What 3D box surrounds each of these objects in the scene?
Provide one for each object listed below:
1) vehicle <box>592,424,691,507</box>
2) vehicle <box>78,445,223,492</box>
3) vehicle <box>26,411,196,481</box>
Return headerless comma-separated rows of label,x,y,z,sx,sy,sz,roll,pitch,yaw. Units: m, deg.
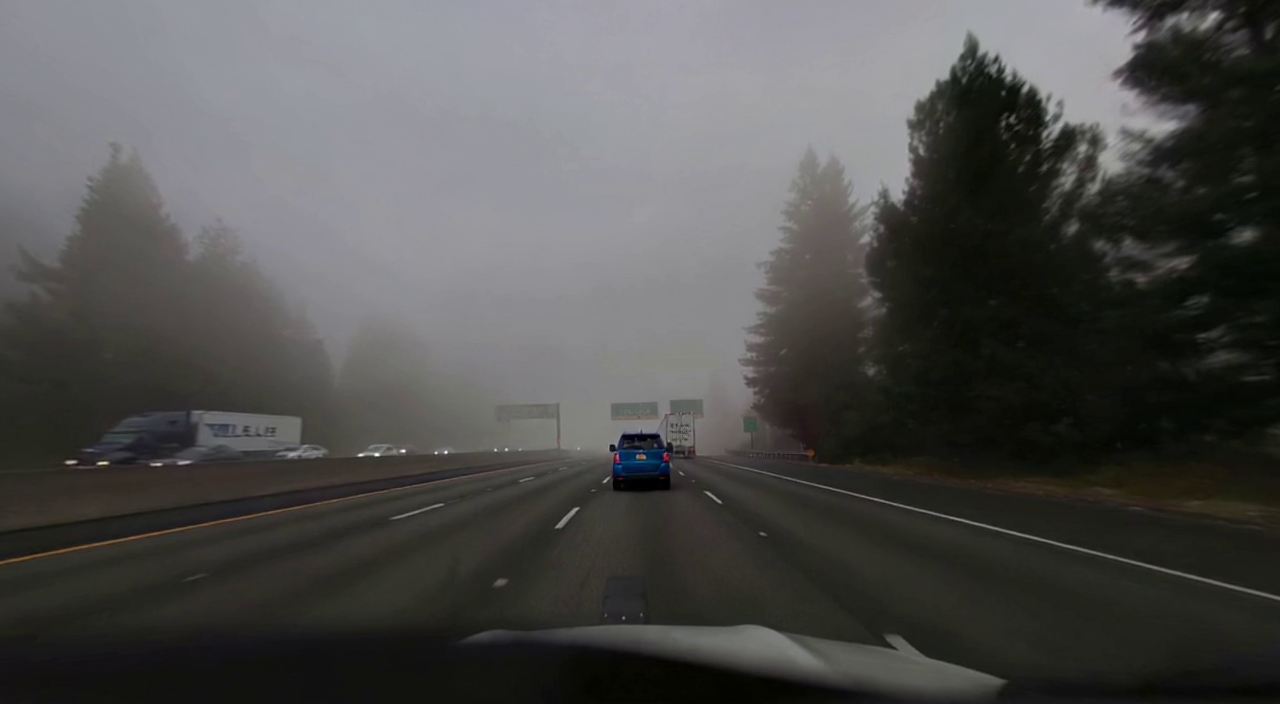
vehicle,0.066,2.687,15.231,2.054,1.706,4.201,0,-8,1
vehicle,-18.893,4.464,24.563,1.946,1.631,4.494,0,-8,1
vehicle,-33.112,5.983,39.992,3.000,3.951,8.603,0,-8,2
